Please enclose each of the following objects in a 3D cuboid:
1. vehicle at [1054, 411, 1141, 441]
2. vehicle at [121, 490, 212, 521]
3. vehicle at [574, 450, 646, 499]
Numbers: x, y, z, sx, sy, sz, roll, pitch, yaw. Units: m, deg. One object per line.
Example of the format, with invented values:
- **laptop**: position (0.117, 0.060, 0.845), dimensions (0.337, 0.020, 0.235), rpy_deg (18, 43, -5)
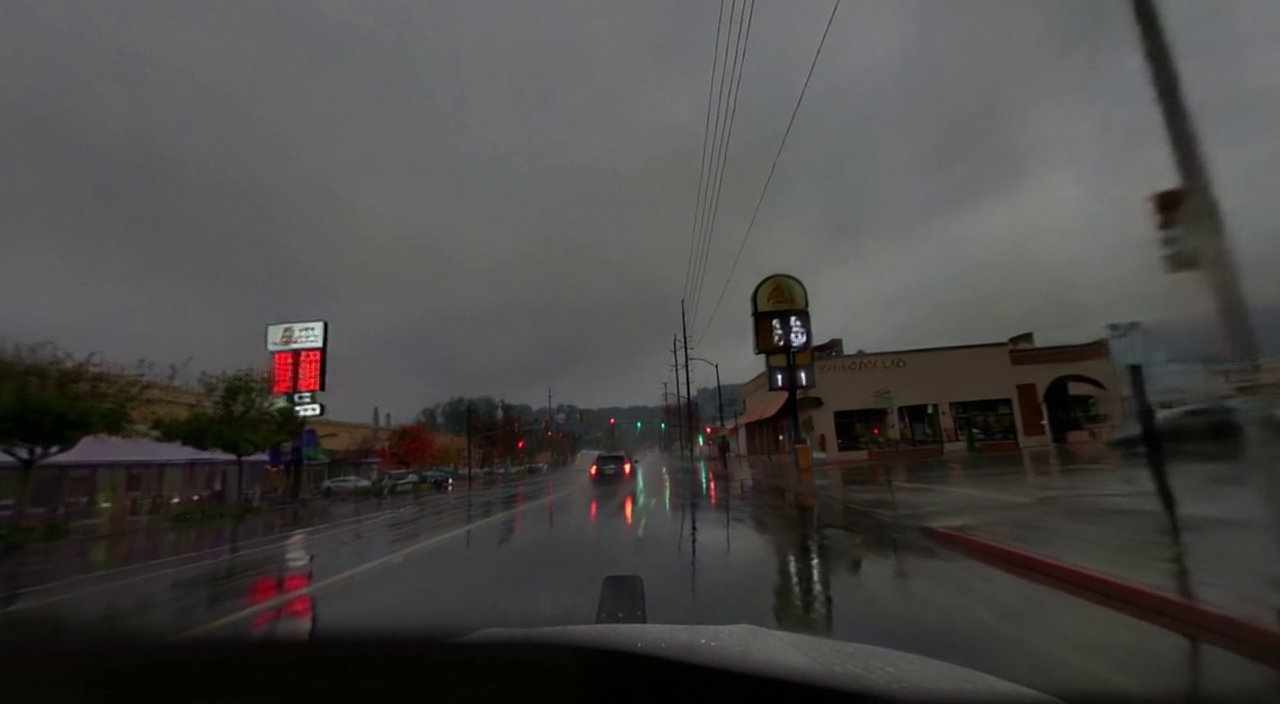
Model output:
- **vehicle**: position (27.582, 4.551, 38.342), dimensions (1.965, 1.693, 4.635), rpy_deg (-1, -9, 3)
- **vehicle**: position (-30.177, 9.788, 40.445), dimensions (1.817, 1.485, 4.436), rpy_deg (-2, -9, 13)
- **vehicle**: position (-0.883, 4.026, 21.157), dimensions (1.977, 1.451, 4.032), rpy_deg (-1, -9, 3)
